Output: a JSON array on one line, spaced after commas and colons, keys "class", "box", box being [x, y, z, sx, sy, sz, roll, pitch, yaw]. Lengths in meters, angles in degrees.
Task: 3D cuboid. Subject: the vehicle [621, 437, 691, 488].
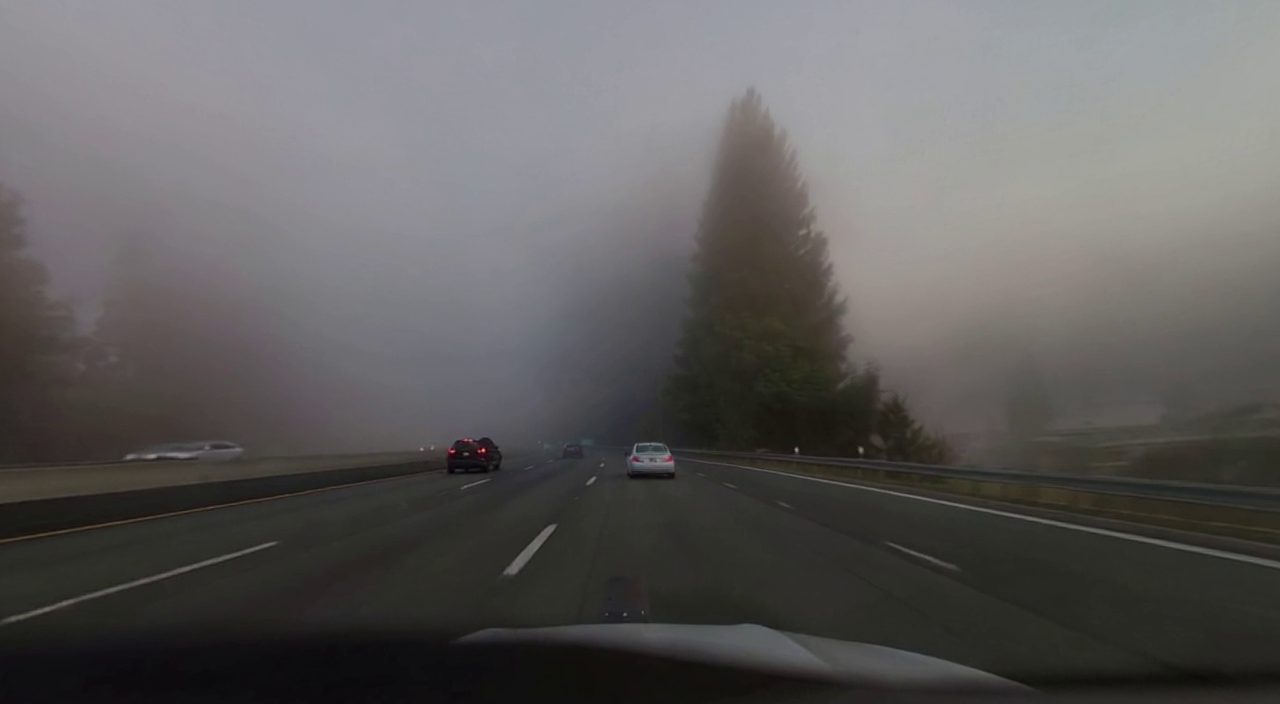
[{"class": "vehicle", "box": [0.411, 3.516, 20.401, 2.051, 1.444, 3.927, 0, -8, -1]}]

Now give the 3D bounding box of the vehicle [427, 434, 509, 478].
[{"class": "vehicle", "box": [-7.088, 4.332, 26.574, 2.221, 1.693, 4.631, 0, -8, -1]}]

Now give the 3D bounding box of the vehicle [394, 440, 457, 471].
[{"class": "vehicle", "box": [-11.417, 5.515, 33.896, 2.041, 1.534, 4.140, 0, -8, -2]}]
